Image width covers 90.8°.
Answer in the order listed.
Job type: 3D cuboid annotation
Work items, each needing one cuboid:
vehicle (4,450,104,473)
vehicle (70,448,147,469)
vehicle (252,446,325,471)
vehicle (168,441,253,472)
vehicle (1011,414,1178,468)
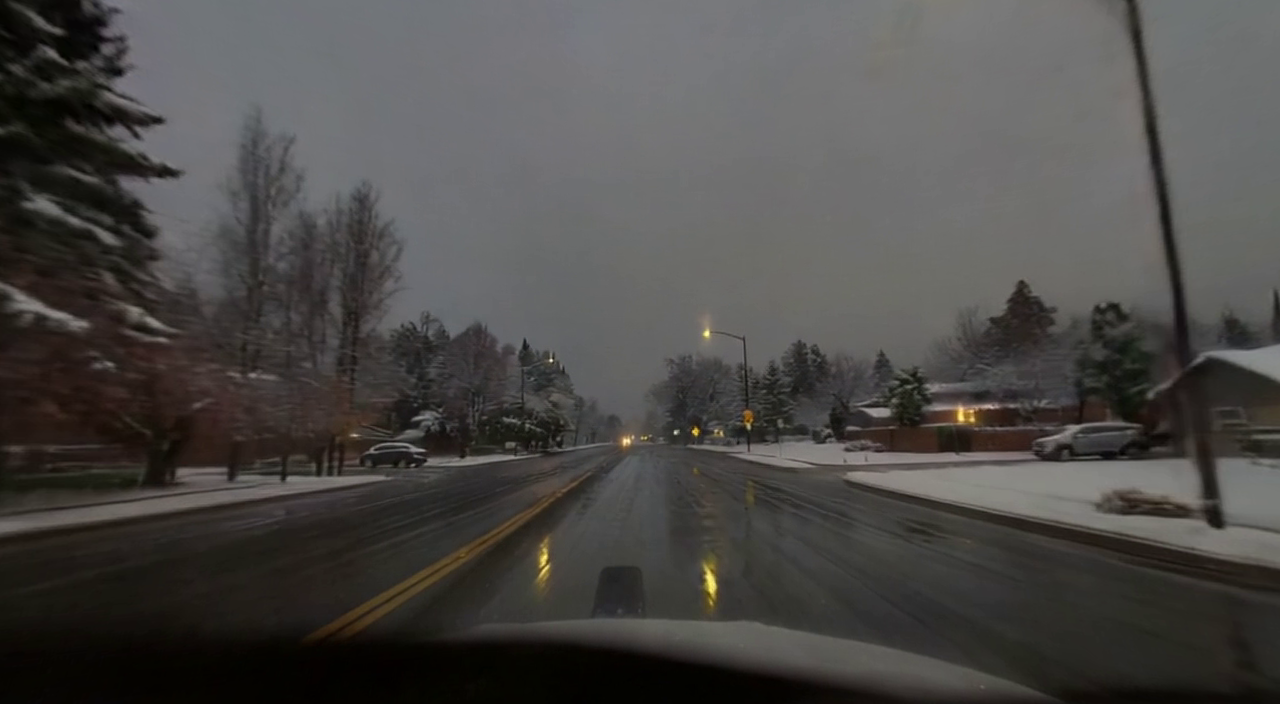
[{"bbox_3d":[-41.614,7.767,45.009,4.780,1.482,1.881,4,-9,-23],"label":"vehicle"},{"bbox_3d":[-40.750,8.167,48.551,4.030,1.467,1.994,4,-8,-24],"label":"vehicle"},{"bbox_3d":[-23.406,7.067,42.063,4.584,1.562,2.091,-5,-10,29],"label":"vehicle"},{"bbox_3d":[-28.921,6.982,42.494,5.502,1.936,2.147,-4,-9,26],"label":"vehicle"},{"bbox_3d":[21.287,4.187,29.798,6.048,2.416,2.158,0,-8,0],"label":"vehicle"}]
